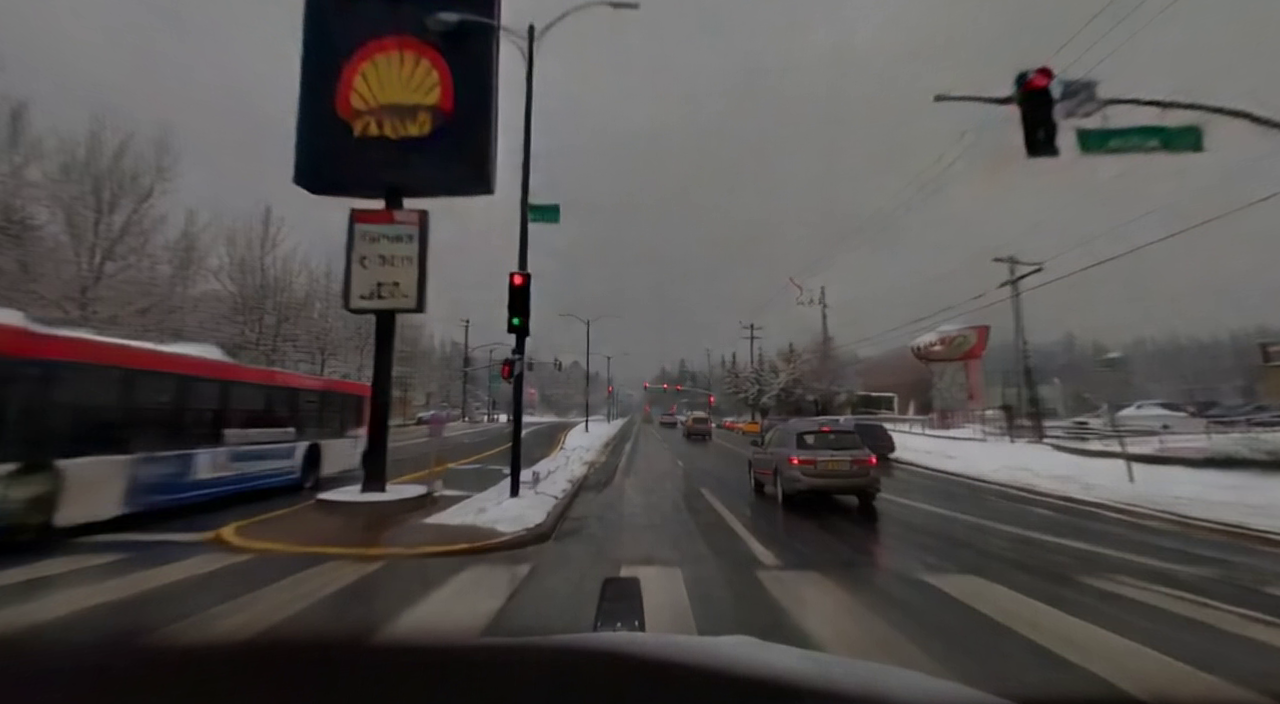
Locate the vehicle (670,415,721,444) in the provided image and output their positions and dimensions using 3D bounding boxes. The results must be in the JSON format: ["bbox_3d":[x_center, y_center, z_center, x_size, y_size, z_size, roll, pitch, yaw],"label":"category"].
[{"bbox_3d":[2.934,4.250,34.253,2.282,1.458,4.362,1,-8,-1],"label":"vehicle"}]

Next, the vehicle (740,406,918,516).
[{"bbox_3d":[3.266,1.997,11.928,1.999,1.679,4.217,1,-8,-1],"label":"vehicle"}]

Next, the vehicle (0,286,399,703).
[{"bbox_3d":[-3.661,1.071,4.833,2.189,1.836,4.693,0,-12,-6],"label":"vehicle"}]
